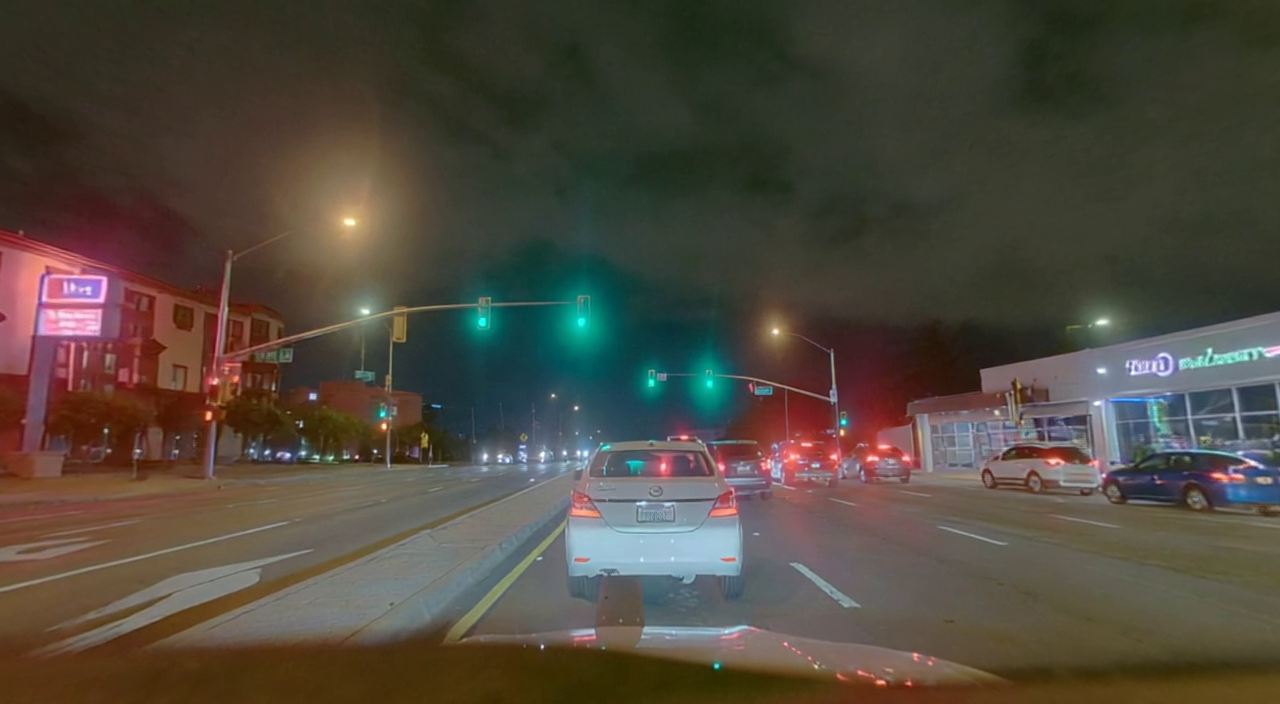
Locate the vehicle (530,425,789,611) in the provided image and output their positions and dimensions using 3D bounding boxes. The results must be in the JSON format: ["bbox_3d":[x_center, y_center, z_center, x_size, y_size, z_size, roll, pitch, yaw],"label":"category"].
[{"bbox_3d":[0.121,1.656,7.256,2.067,1.471,4.241,0,-9,-1],"label":"vehicle"}]

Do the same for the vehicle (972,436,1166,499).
[{"bbox_3d":[14.064,3.820,21.376,2.309,1.819,5.793,1,-9,-3],"label":"vehicle"}]

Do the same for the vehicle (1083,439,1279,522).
[{"bbox_3d":[14.140,3.103,15.908,2.235,1.721,5.230,0,-9,1],"label":"vehicle"}]
